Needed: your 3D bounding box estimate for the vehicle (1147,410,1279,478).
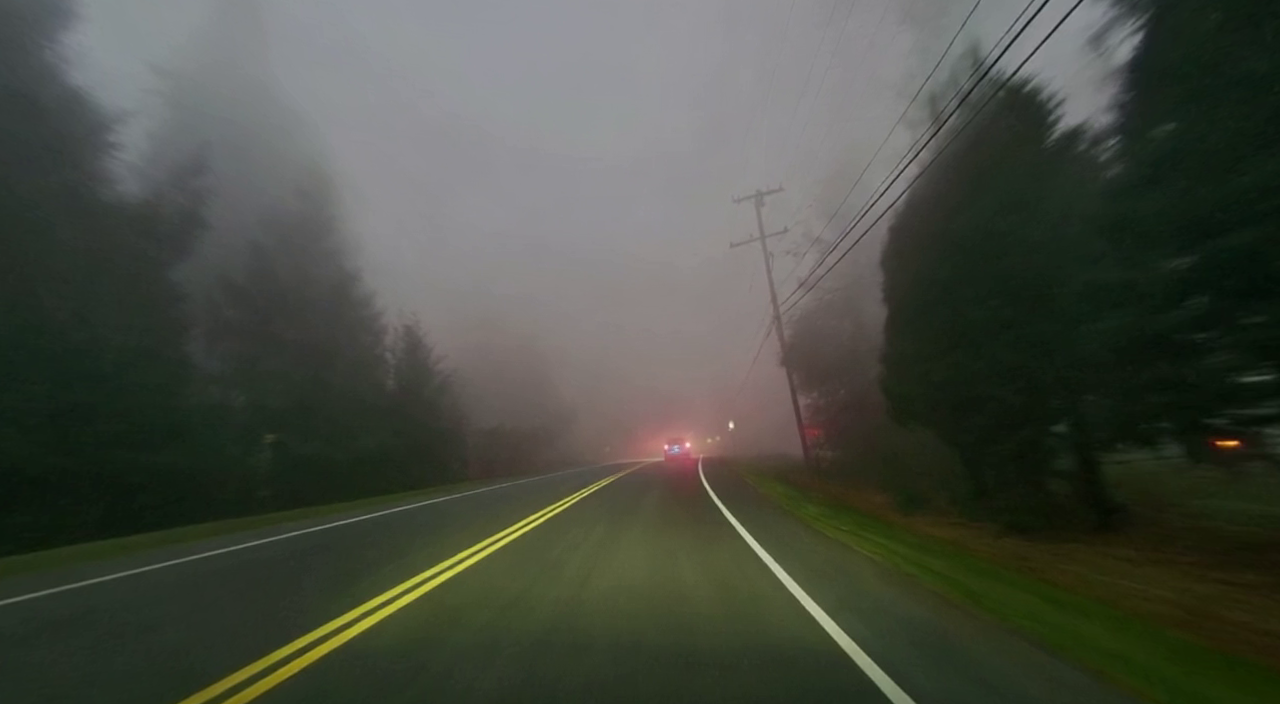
[{"bbox_3d":[23.828,3.674,25.229,5.320,2.489,2.736,2,-9,-15],"label":"vehicle"}]
